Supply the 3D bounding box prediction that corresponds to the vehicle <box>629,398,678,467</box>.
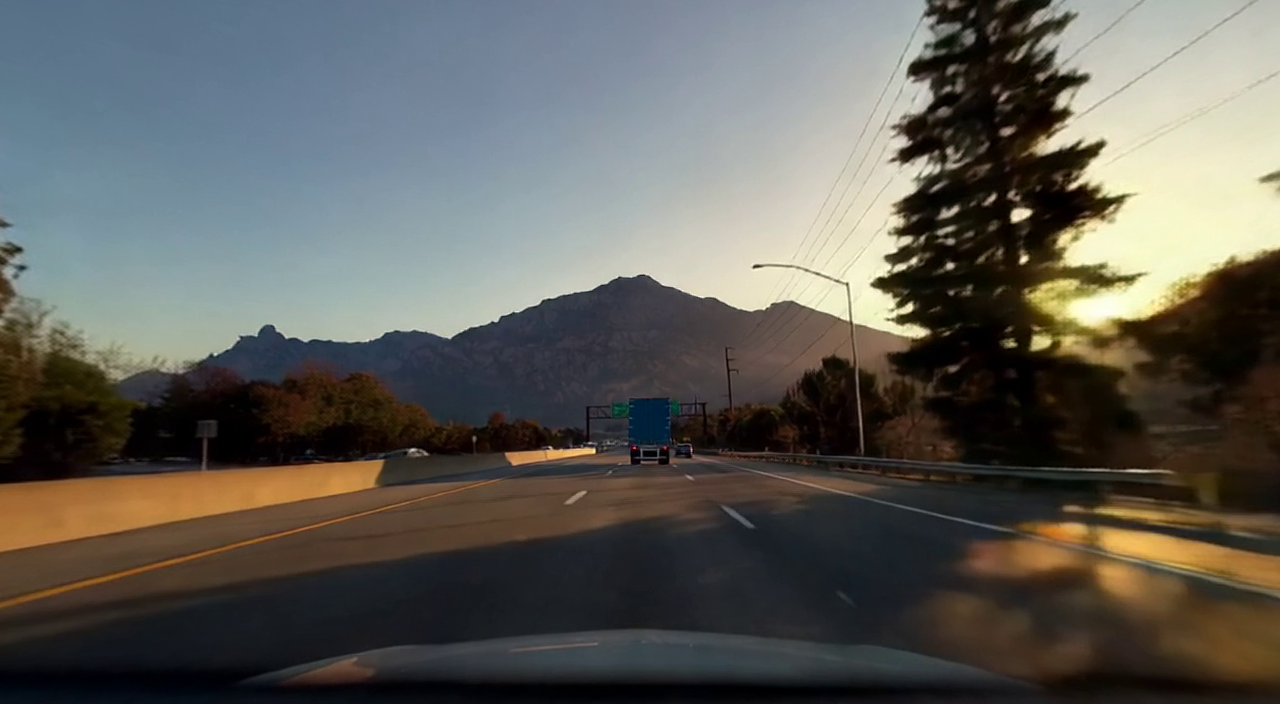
[{"bbox_3d":[0.769,5.636,43.277,2.919,4.101,11.541,0,-8,0],"label":"vehicle"}]
